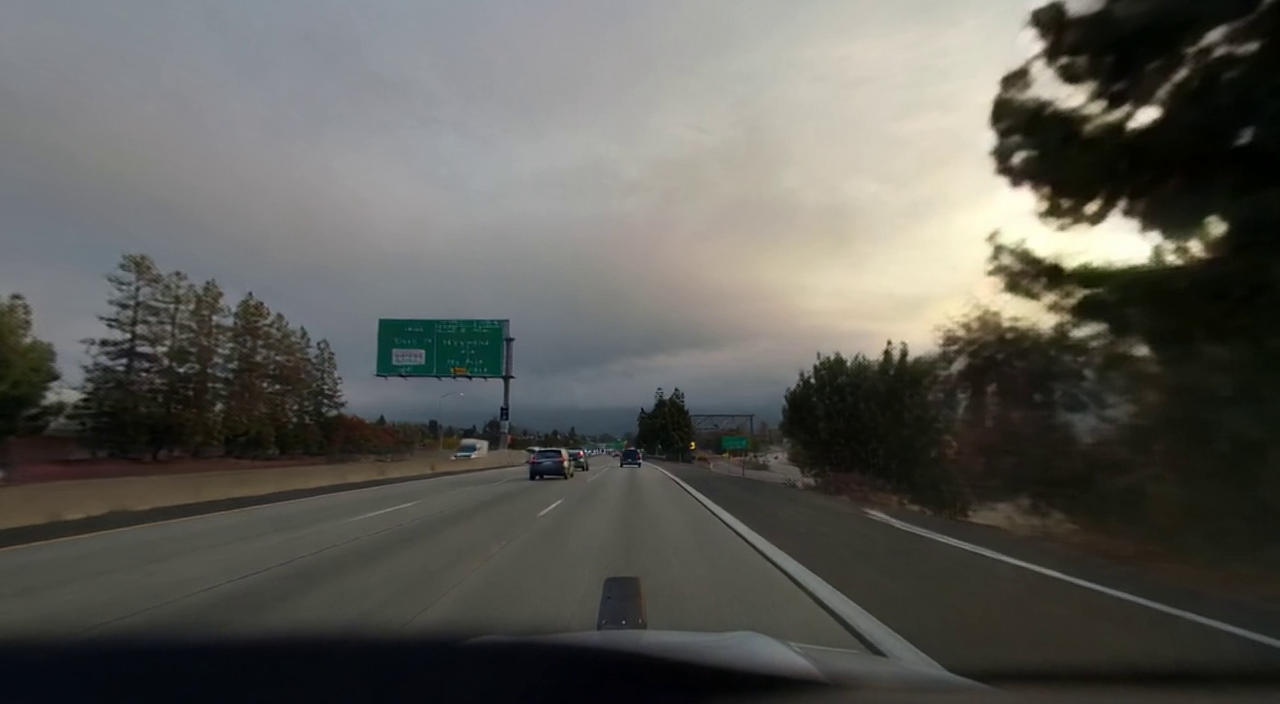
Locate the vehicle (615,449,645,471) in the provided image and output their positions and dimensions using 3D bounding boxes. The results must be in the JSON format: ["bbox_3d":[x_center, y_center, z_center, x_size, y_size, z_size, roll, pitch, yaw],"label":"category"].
[{"bbox_3d":[-0.722,7.683,45.137,2.100,1.471,3.956,0,-8,-1],"label":"vehicle"}]

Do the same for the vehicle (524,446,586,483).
[{"bbox_3d":[-3.732,5.041,28.538,2.067,1.509,4.551,0,-8,1],"label":"vehicle"}]
